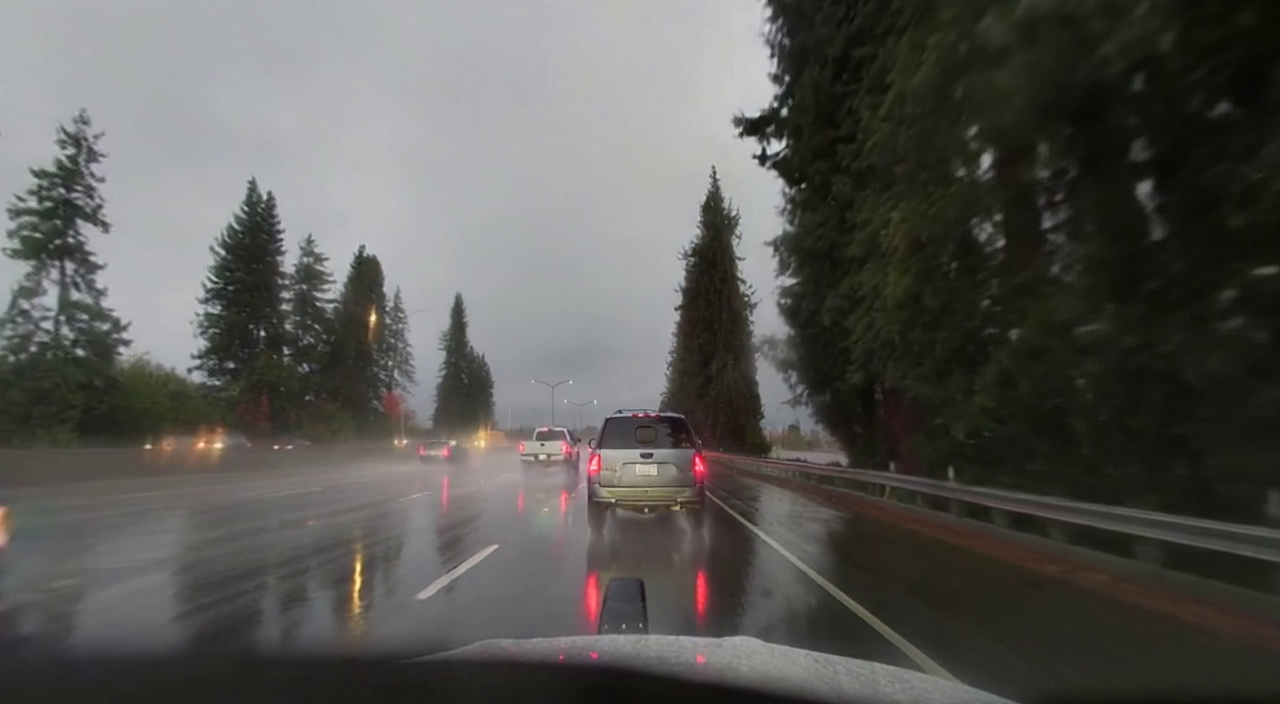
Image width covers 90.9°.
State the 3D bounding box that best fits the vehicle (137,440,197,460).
[{"bbox_3d":[-33.565,6.982,44.863,1.488,1.366,3.409,-1,-9,3],"label":"vehicle"}]

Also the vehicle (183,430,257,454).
[{"bbox_3d":[-29.679,6.390,44.707,2.125,1.572,4.385,-1,-9,2],"label":"vehicle"}]

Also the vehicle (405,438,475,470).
[{"bbox_3d":[-10.245,5.275,32.756,2.002,1.484,4.798,0,-9,1],"label":"vehicle"}]

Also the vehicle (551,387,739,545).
[{"bbox_3d":[0.069,1.818,10.519,2.395,2.013,4.734,0,-9,0],"label":"vehicle"}]
